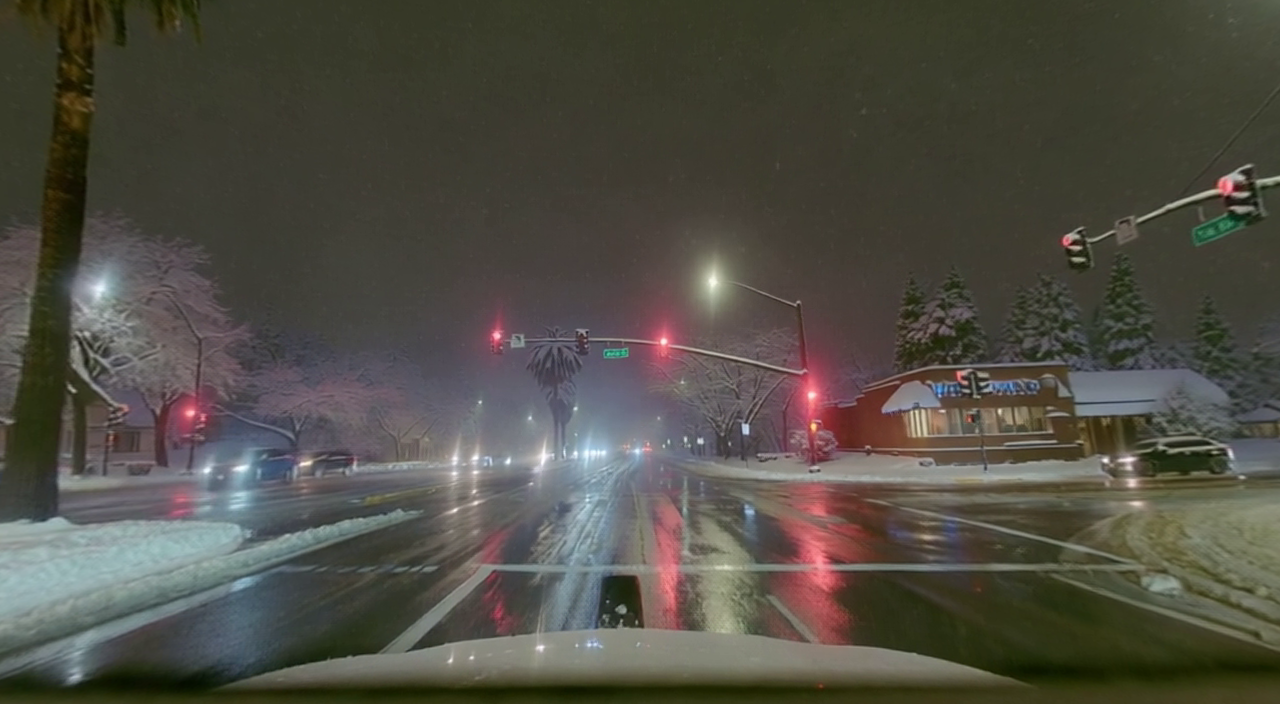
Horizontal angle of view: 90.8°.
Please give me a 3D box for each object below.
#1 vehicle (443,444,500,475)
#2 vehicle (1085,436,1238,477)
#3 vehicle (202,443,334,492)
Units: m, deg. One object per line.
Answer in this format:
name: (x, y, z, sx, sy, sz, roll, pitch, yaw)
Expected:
vehicle: (-9.716, 6.229, 36.887, 2.074, 1.681, 4.417, 0, -9, 1)
vehicle: (22.213, 4.454, 27.070, 4.533, 1.676, 2.236, 0, -9, -1)
vehicle: (-14.146, 4.389, 24.441, 2.074, 1.671, 4.755, 0, -9, 2)
